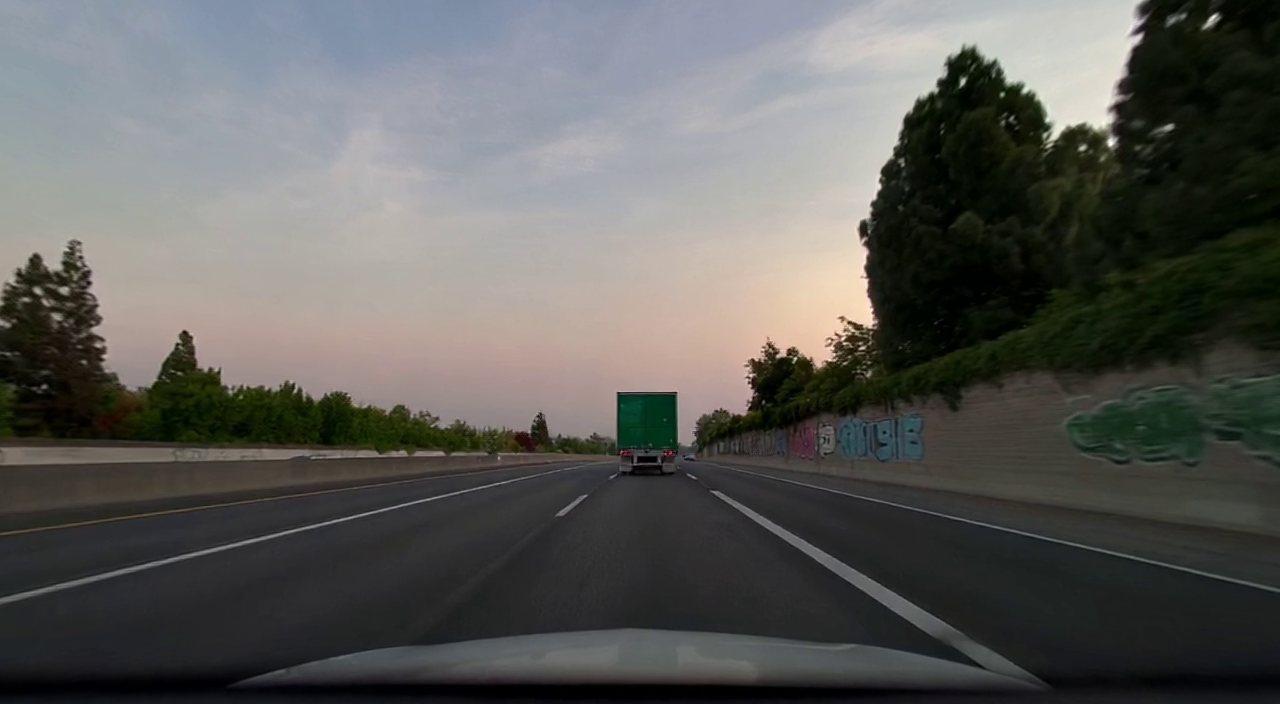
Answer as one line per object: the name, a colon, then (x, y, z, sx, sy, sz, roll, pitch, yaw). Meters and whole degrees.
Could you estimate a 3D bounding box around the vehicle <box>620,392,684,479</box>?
vehicle: (0.377, 4.625, 33.915, 2.900, 3.955, 10.151, 0, -9, -2)
